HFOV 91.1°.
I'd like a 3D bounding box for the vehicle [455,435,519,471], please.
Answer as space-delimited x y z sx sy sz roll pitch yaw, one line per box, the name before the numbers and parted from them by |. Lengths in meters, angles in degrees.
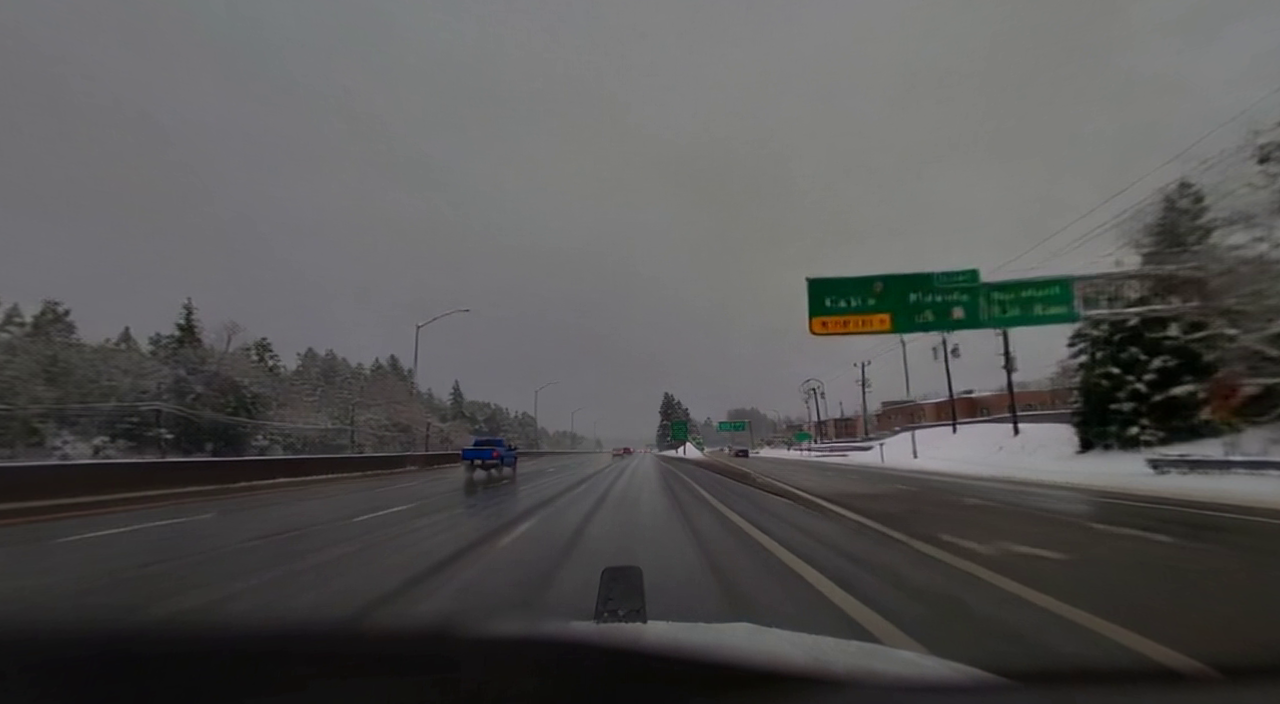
vehicle | -10.124 6.781 42.221 2.667 2.213 6.081 0 -8 1
